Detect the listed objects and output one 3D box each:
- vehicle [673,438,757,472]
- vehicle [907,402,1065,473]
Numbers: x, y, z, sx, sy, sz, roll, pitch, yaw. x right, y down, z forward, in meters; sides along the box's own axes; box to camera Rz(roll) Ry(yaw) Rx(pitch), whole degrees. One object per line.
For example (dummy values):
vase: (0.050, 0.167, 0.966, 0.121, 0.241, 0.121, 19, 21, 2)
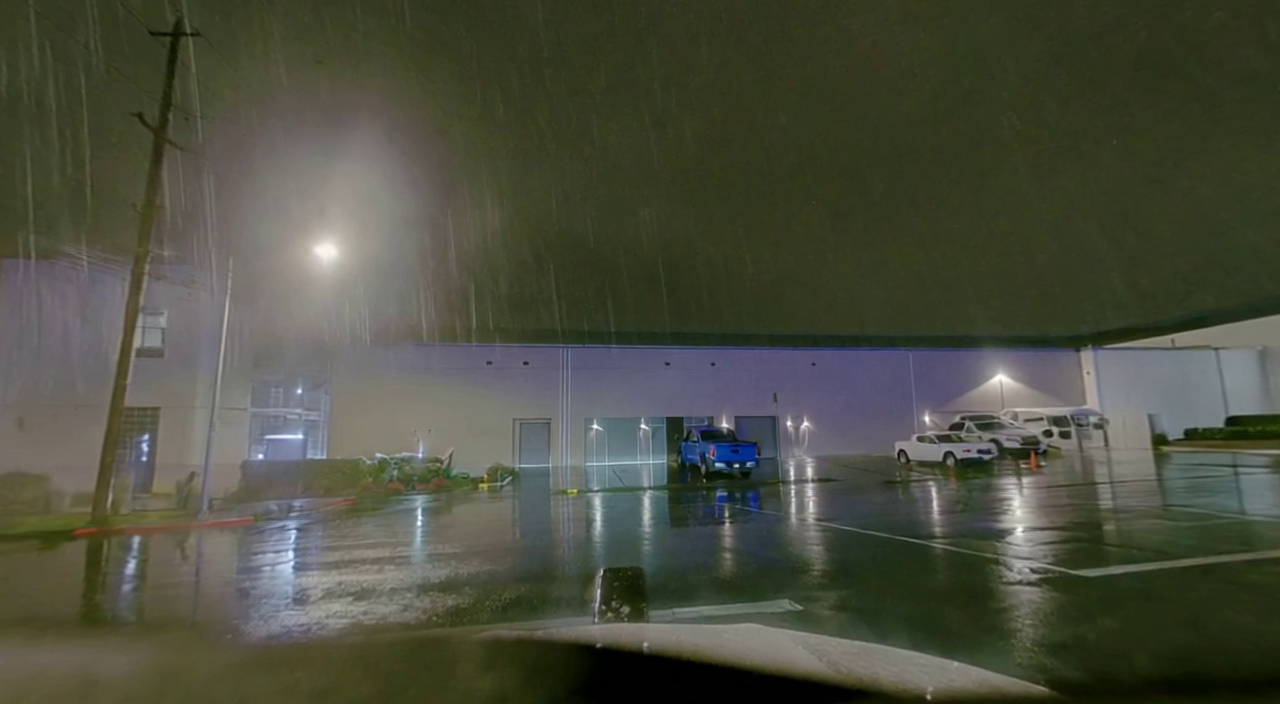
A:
vehicle: (4.892, 6.775, 41.666, 5.207, 2.103, 1.997, 0, -8, -4)
vehicle: (17.445, 4.409, 32.123, 6.271, 3.004, 2.298, -5, -10, 4)
